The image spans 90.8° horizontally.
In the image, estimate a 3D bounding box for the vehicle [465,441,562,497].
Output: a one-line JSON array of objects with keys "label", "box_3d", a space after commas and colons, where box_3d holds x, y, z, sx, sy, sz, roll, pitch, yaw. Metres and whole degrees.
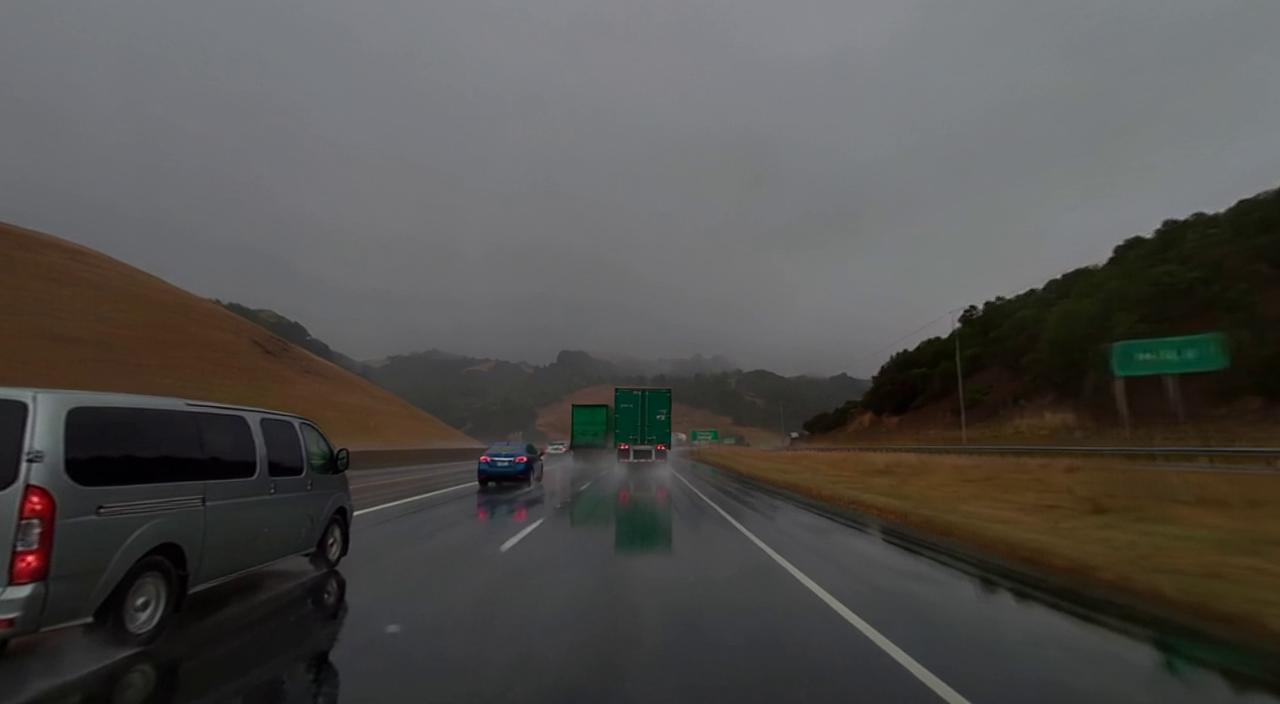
[{"label": "vehicle", "box_3d": [-3.585, 3.391, 18.702, 1.950, 1.446, 4.224, 0, -8, 1]}]

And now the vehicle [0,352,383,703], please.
[{"label": "vehicle", "box_3d": [-4.165, 1.176, 4.967, 2.136, 1.779, 4.875, 0, -8, 1]}]

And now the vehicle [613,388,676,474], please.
[{"label": "vehicle", "box_3d": [0.339, 4.447, 34.852, 2.913, 3.988, 10.874, 0, -8, 1]}]
